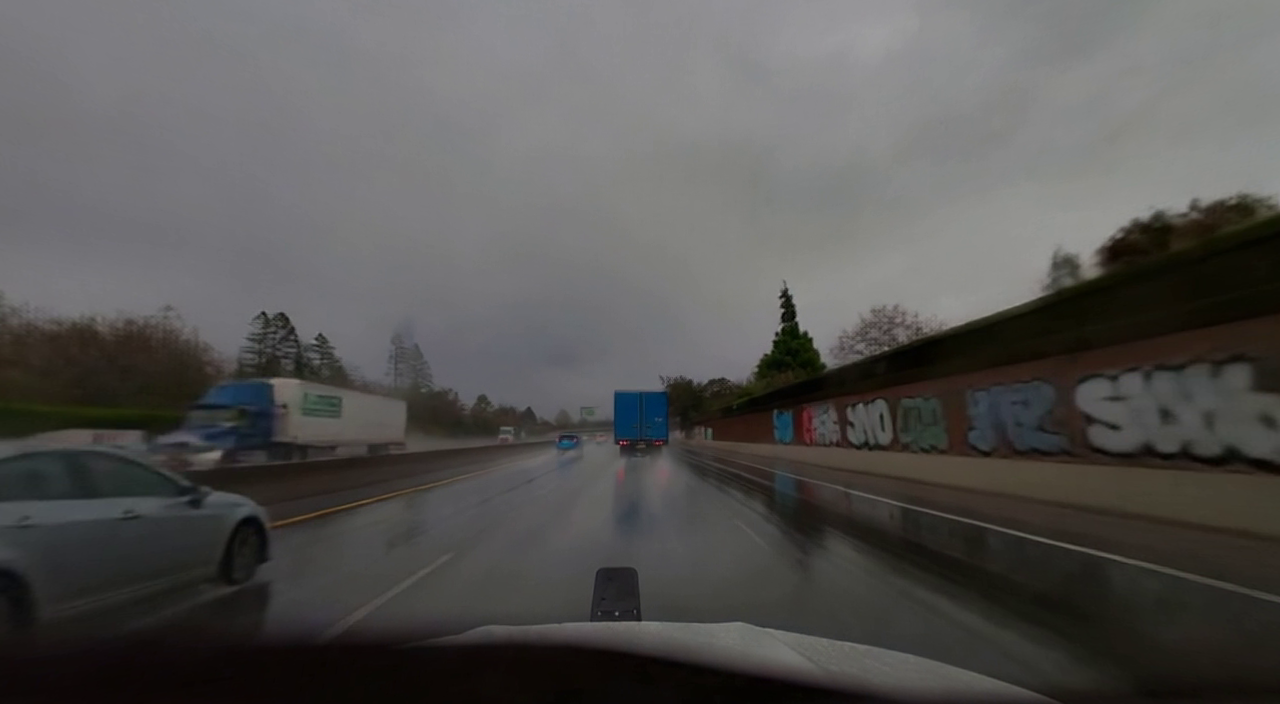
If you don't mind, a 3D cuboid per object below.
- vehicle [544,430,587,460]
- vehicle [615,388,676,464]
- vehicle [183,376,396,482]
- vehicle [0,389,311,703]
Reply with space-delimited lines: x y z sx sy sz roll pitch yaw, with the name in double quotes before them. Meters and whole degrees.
"vehicle" -4.326 5.488 37.288 2.058 1.645 4.130 0 -8 0
"vehicle" 0.177 4.185 35.168 2.927 3.649 9.443 0 -8 -1
"vehicle" -18.015 4.275 34.866 3.046 4.510 15.847 0 -7 -1
"vehicle" -4.084 1.033 3.666 1.948 1.526 4.525 0 -8 -1
